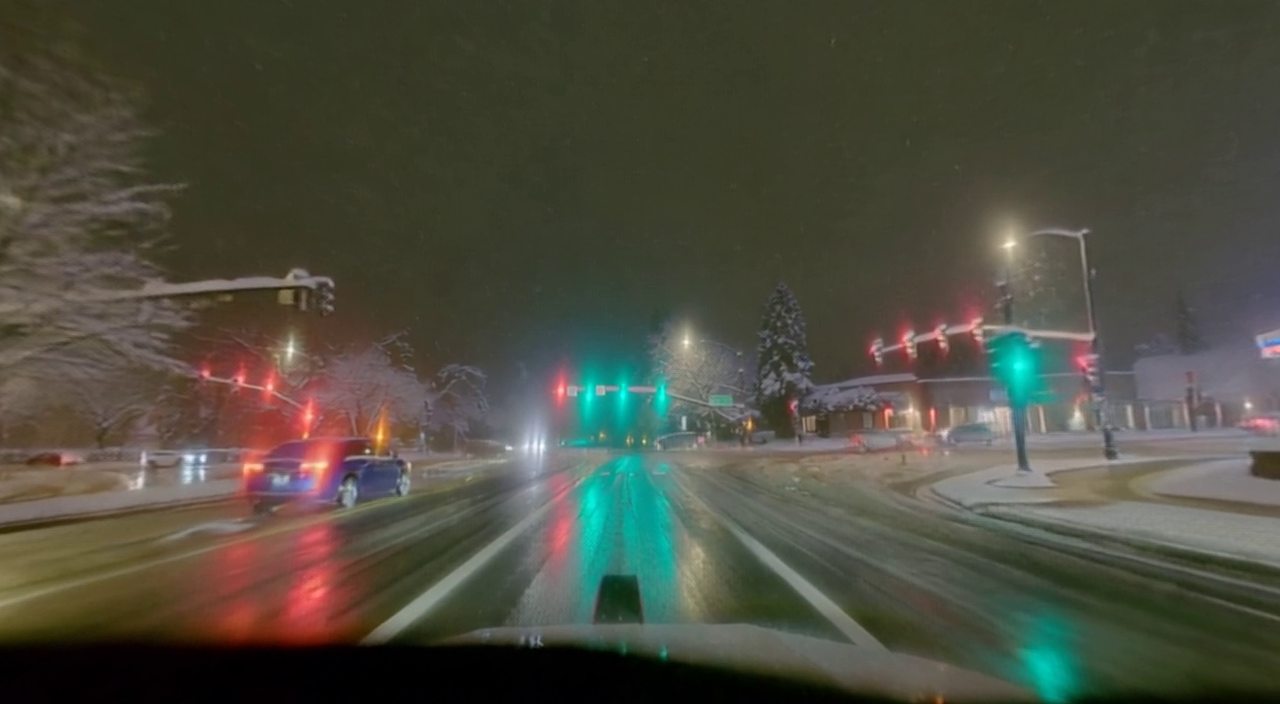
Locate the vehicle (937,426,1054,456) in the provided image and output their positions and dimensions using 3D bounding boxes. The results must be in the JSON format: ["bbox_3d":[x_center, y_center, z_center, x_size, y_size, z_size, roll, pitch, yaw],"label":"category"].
[{"bbox_3d":[18.380,4.626,32.690,4.885,1.503,1.845,-1,-8,3],"label":"vehicle"}]

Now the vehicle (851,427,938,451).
[{"bbox_3d":[15.891,5.453,39.499,4.647,1.428,1.825,-1,-8,4],"label":"vehicle"}]

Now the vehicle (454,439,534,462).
[{"bbox_3d":[-9.533,6.445,41.376,4.775,1.466,1.850,-1,-8,5],"label":"vehicle"}]

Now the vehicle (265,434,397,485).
[{"bbox_3d":[-9.896,3.480,20.693,1.899,1.460,4.880,0,-8,0],"label":"vehicle"}]

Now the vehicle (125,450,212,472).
[{"bbox_3d":[-34.324,7.938,45.892,4.805,1.494,2.112,-1,-8,5],"label":"vehicle"}]
